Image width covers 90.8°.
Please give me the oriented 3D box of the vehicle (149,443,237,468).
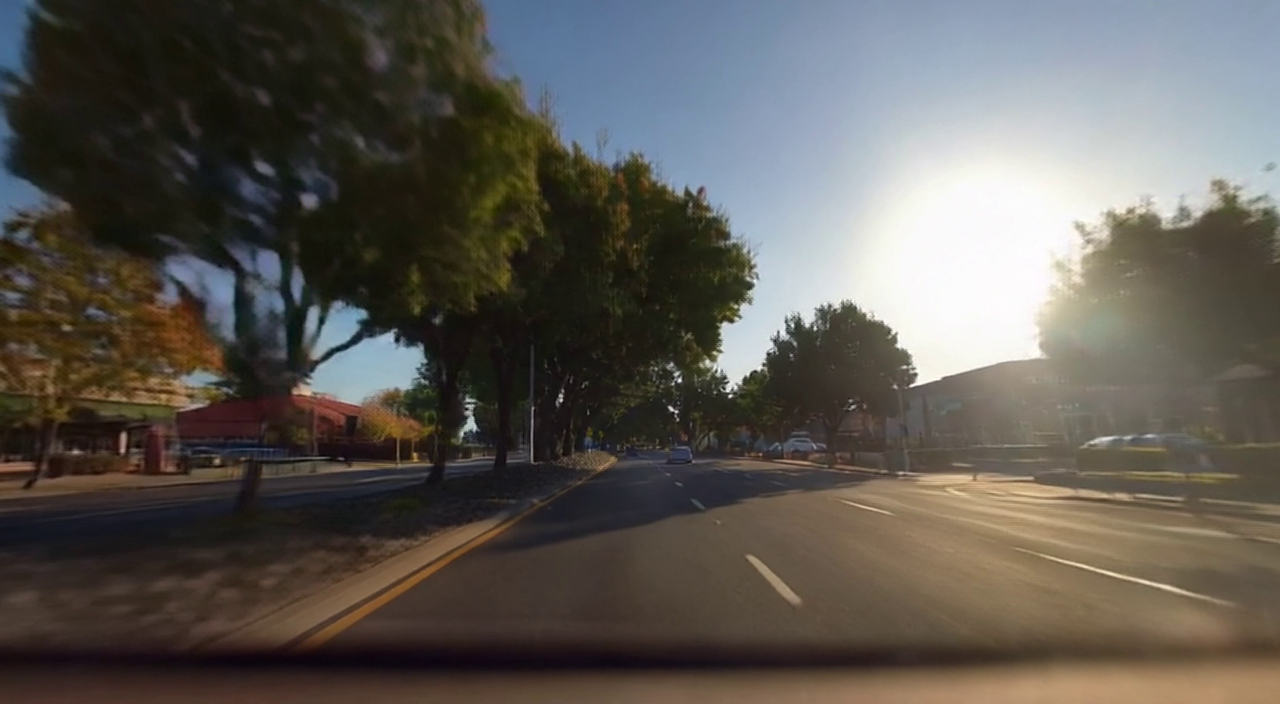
[{"bbox_3d":[-28.171,6.522,39.898,4.140,1.446,1.888,0,-8,-1],"label":"vehicle"}]
